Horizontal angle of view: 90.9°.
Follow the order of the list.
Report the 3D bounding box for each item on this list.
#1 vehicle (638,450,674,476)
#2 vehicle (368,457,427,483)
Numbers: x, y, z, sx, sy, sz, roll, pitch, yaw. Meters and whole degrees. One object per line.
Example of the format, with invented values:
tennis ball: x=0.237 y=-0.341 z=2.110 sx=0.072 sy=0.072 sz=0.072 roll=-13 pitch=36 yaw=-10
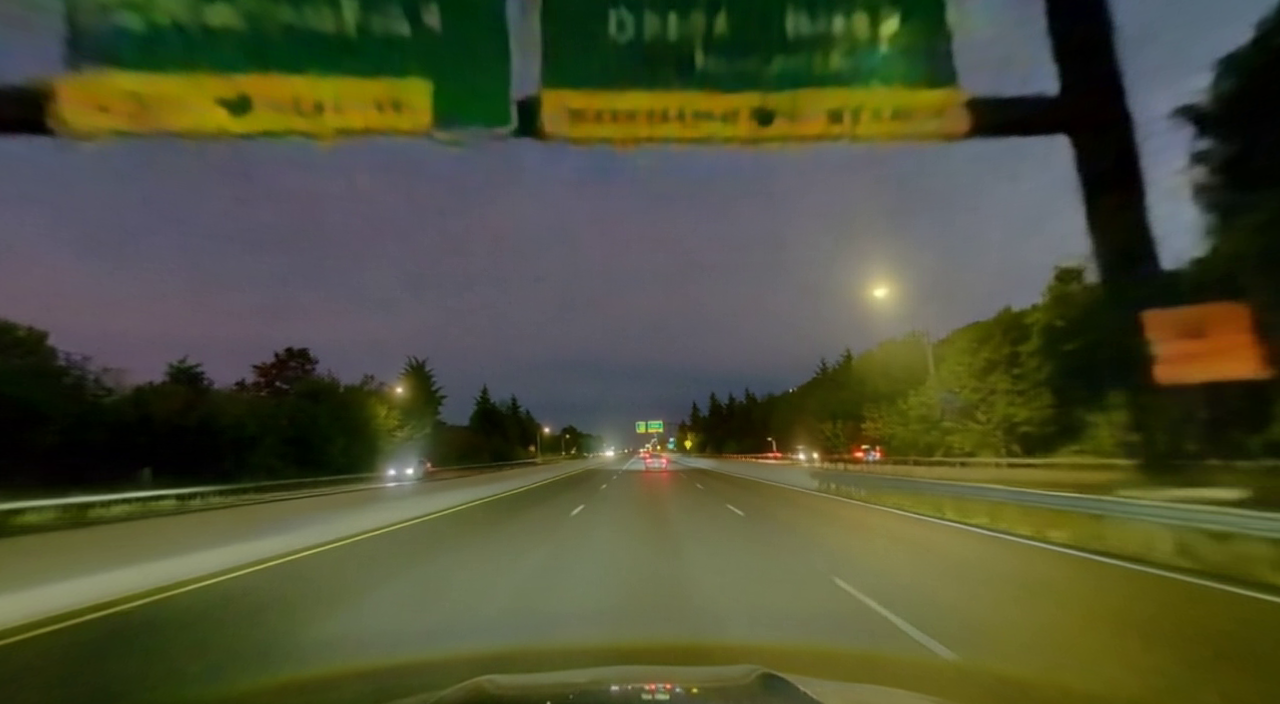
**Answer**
vehicle: x=0.917 y=6.706 z=38.290 sx=2.036 sy=1.457 sz=3.471 roll=0 pitch=-9 yaw=-1
vehicle: x=-17.180 y=8.374 z=44.959 sx=2.335 sy=1.694 sz=4.933 roll=0 pitch=-9 yaw=-1
